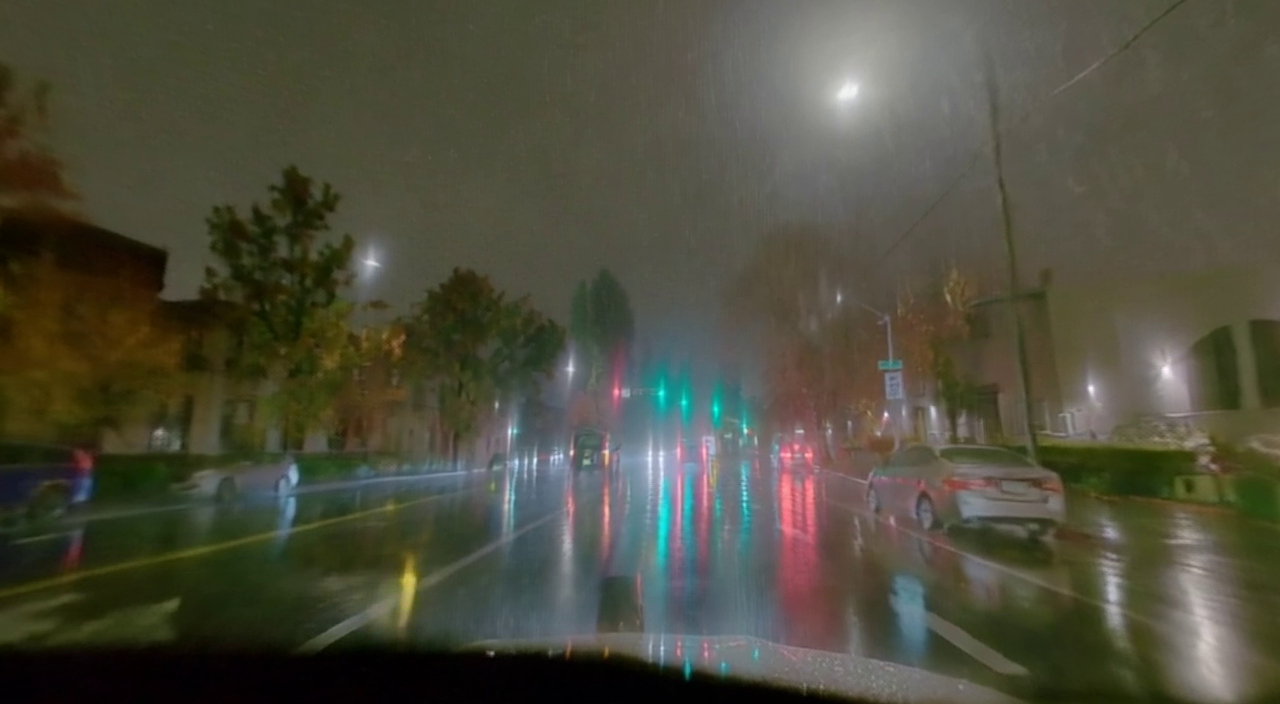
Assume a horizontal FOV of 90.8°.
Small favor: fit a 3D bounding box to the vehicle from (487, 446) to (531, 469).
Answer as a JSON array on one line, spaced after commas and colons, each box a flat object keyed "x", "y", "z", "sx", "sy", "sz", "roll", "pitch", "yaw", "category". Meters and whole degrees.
[{"x": -8.965, "y": 7.253, "z": 43.533, "sx": 1.876, "sy": 1.492, "sz": 3.790, "roll": -1, "pitch": -9, "yaw": 5, "category": "vehicle"}]

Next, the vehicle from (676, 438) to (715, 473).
[{"x": 2.895, "y": 5.290, "z": 32.543, "sx": 1.852, "sy": 1.680, "sz": 4.488, "roll": -1, "pitch": -8, "yaw": 6, "category": "vehicle"}]

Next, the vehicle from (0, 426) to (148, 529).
[{"x": -12.640, "y": 2.395, "z": 12.260, "sx": 2.115, "sy": 1.853, "sz": 4.745, "roll": -1, "pitch": -8, "yaw": 4, "category": "vehicle"}]

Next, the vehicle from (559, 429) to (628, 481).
[{"x": -1.706, "y": 3.977, "z": 24.665, "sx": 1.877, "sy": 1.827, "sz": 4.298, "roll": -1, "pitch": -8, "yaw": 7, "category": "vehicle"}]

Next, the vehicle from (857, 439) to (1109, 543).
[{"x": 5.848, "y": 2.388, "z": 11.731, "sx": 2.104, "sy": 1.489, "sz": 4.962, "roll": 0, "pitch": -8, "yaw": 3, "category": "vehicle"}]

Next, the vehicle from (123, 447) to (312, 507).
[{"x": -11.911, "y": 3.495, "z": 18.308, "sx": 1.782, "sy": 1.472, "sz": 4.744, "roll": -1, "pitch": -8, "yaw": 7, "category": "vehicle"}]
